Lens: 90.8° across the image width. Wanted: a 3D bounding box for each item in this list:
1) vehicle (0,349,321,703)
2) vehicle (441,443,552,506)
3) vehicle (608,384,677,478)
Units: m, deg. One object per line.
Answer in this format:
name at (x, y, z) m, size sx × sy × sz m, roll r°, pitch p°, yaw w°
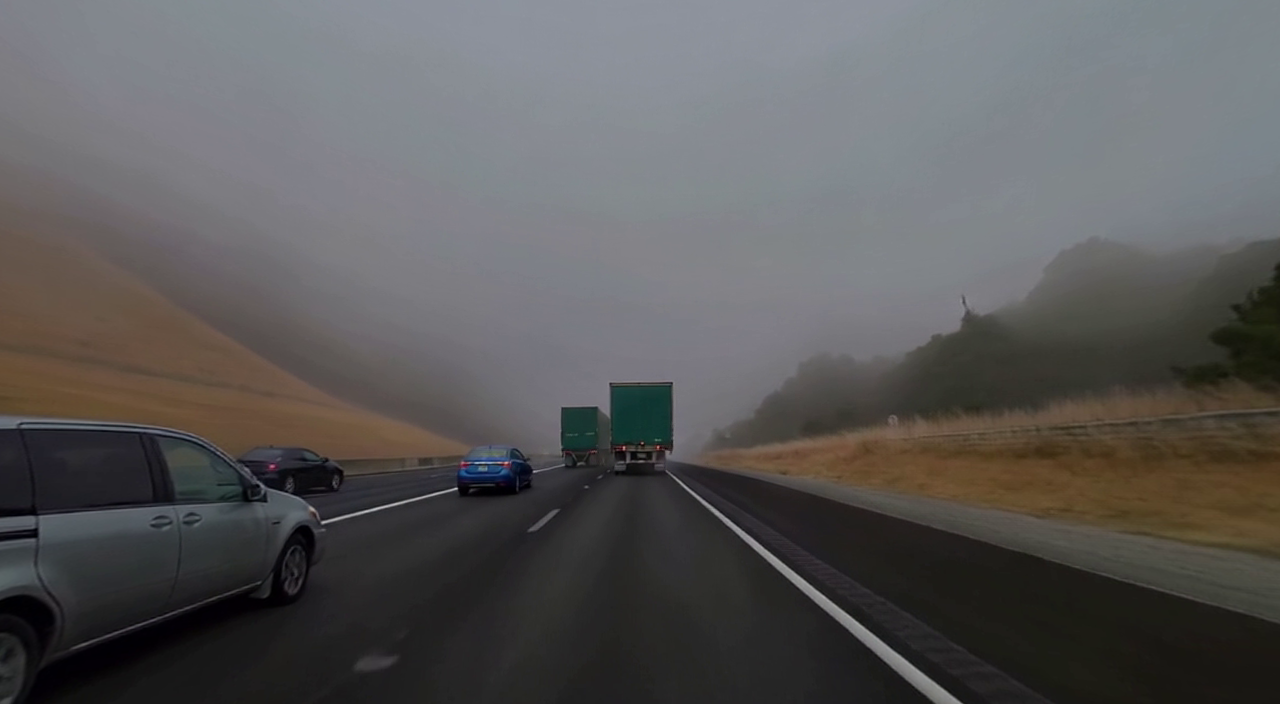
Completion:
vehicle at (-3.973, 0.937, 3.188) m, size 2.136 × 1.779 × 4.875 m, roll 0°, pitch -8°, yaw 0°
vehicle at (-3.650, 3.184, 16.953) m, size 1.950 × 1.446 × 4.224 m, roll 0°, pitch -8°, yaw 1°
vehicle at (0.200, 4.179, 32.496) m, size 2.913 × 3.988 × 10.874 m, roll 0°, pitch -8°, yaw 1°
